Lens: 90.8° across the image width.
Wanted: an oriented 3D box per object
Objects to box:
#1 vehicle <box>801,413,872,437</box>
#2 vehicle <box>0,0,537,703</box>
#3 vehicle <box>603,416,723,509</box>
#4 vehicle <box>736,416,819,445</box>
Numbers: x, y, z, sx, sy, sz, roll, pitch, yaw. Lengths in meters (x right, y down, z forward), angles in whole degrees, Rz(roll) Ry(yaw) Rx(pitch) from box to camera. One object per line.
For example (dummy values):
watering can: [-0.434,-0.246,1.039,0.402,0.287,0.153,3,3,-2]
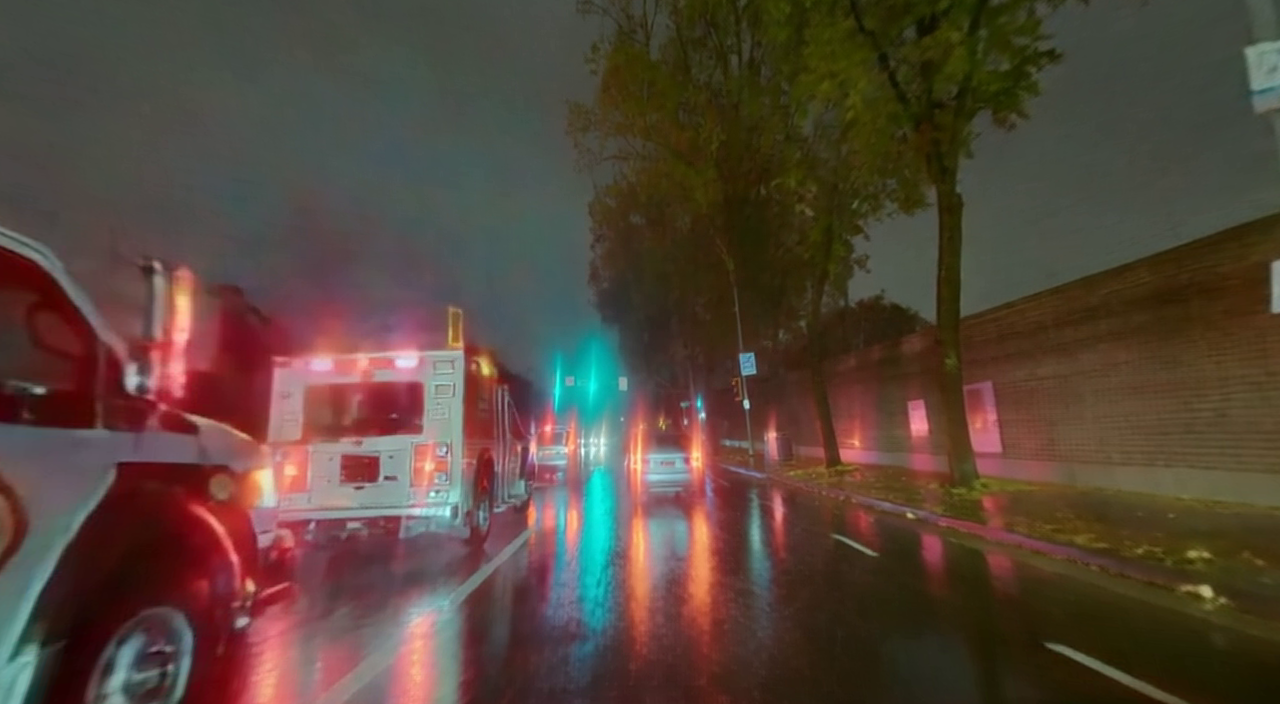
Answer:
vehicle: [14.593,5.485,47.006,4.528,1.704,2.073,2,-9,-13]
vehicle: [-3.588,0.313,4.942,3.631,3.655,12.773,0,-8,-1]
vehicle: [0.310,2.539,15.006,2.332,1.831,4.930,0,-8,-4]
vehicle: [9.233,5.317,42.578,4.955,1.907,2.040,1,-8,-11]
